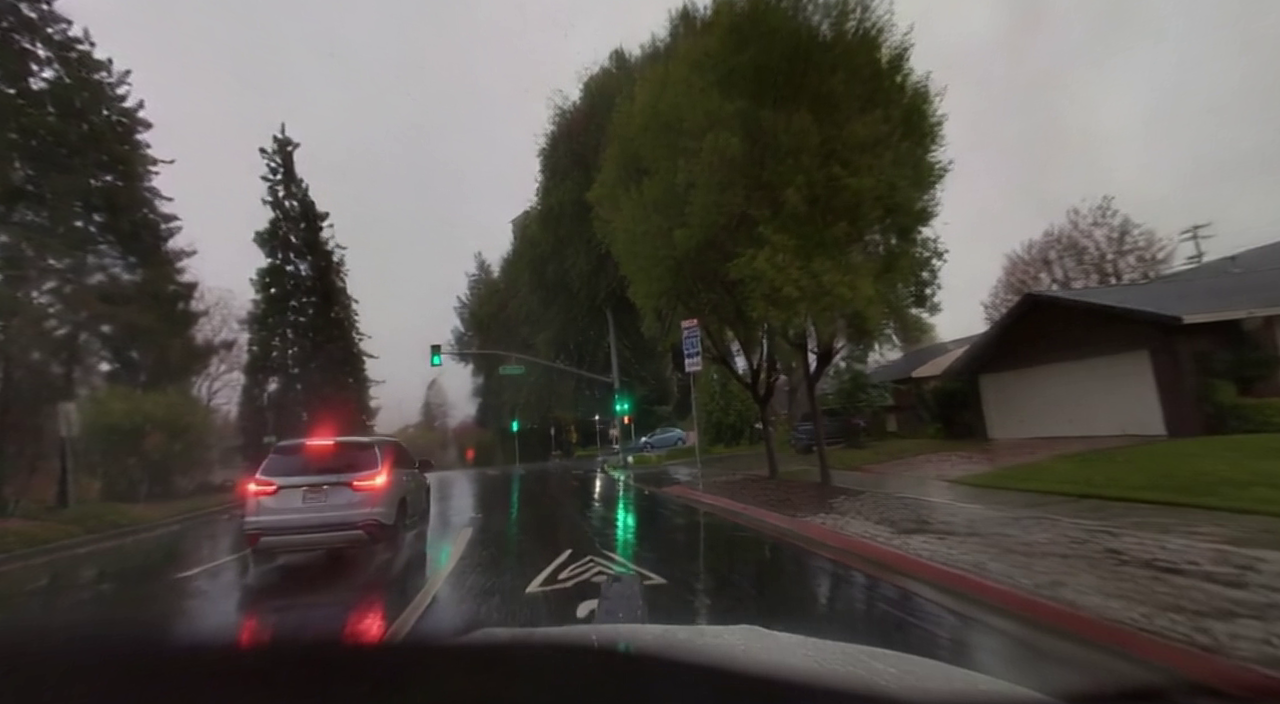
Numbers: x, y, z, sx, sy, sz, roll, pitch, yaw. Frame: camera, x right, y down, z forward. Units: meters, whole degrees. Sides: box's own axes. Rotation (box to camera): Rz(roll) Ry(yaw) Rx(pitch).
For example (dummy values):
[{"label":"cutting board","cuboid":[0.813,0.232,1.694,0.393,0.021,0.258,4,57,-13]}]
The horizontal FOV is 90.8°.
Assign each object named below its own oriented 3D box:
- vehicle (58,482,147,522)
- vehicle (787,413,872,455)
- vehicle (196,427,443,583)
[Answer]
[{"label":"vehicle","cuboid":[-27.662,7.689,32.695,1.943,1.677,4.176,3,-9,-18]},{"label":"vehicle","cuboid":[7.402,3.310,25.174,1.911,1.516,4.251,0,-9,-2]},{"label":"vehicle","cuboid":[-4.256,2.032,9.303,1.990,1.707,4.225,1,-9,-9]}]
